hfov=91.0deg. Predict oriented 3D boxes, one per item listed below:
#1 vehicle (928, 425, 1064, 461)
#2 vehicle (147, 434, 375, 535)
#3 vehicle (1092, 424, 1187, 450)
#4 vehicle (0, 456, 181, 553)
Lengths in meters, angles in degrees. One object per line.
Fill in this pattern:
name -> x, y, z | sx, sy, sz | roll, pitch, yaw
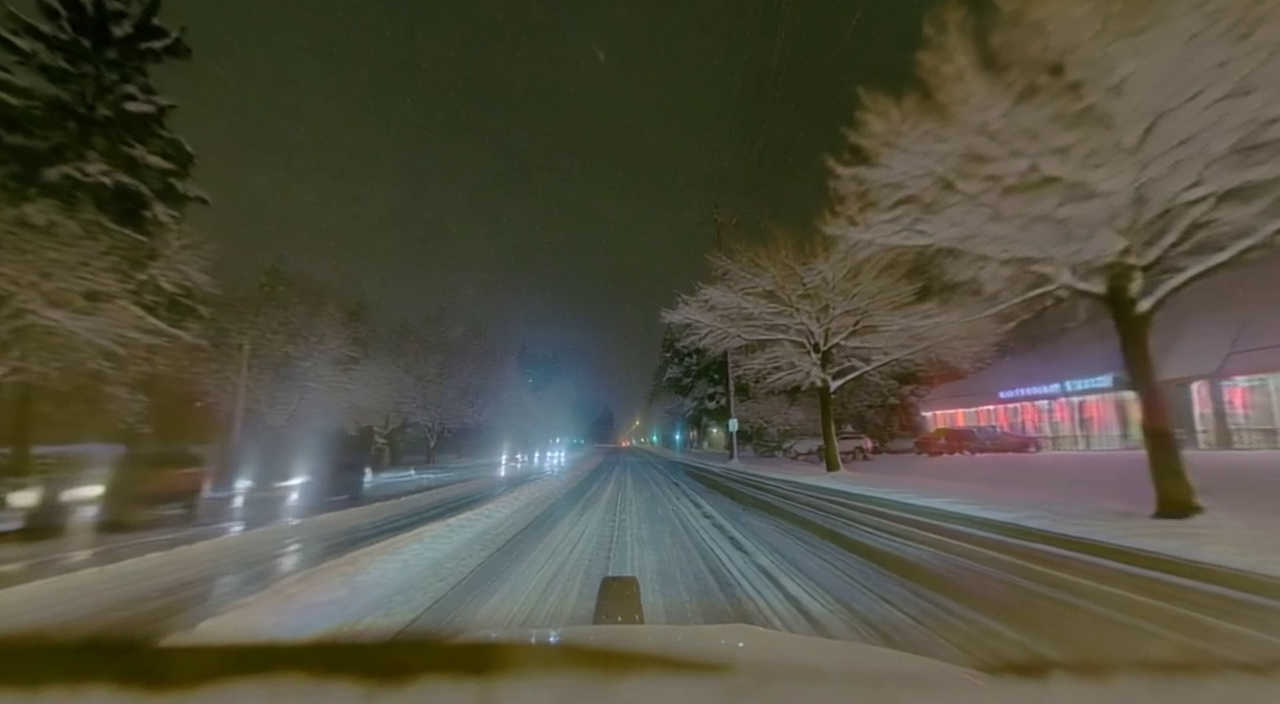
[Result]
vehicle -> 16.328, 4.211, 29.050 | 4.947, 1.587, 2.133 | 0, -9, -2
vehicle -> -7.721, 2.694, 13.551 | 2.129, 1.649, 4.647 | -3, -8, -1
vehicle -> 29.614, 5.118, 37.526 | 1.749, 1.436, 4.792 | 0, -9, 0
vehicle -> -10.755, 2.746, 11.694 | 1.688, 1.419, 3.783 | -5, -8, -1
